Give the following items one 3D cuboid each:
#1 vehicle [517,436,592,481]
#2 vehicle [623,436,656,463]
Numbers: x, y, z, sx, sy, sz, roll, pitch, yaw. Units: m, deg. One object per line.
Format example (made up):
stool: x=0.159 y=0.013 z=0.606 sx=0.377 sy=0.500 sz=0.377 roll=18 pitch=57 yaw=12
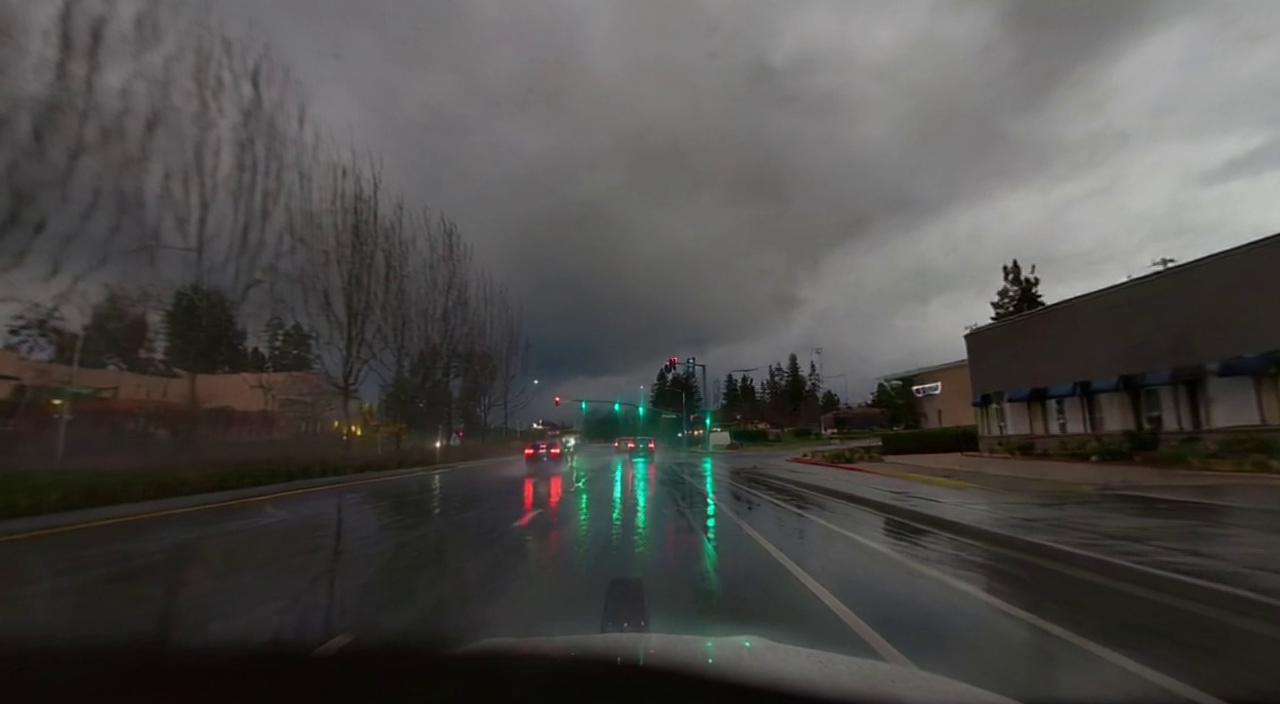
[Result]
vehicle: x=-2.986 y=3.846 z=23.039 sx=2.015 sy=1.470 sz=4.458 roll=0 pitch=-8 yaw=1
vehicle: x=0.000 y=6.712 z=43.659 sx=2.153 sy=1.764 sz=4.047 roll=0 pitch=-8 yaw=1
